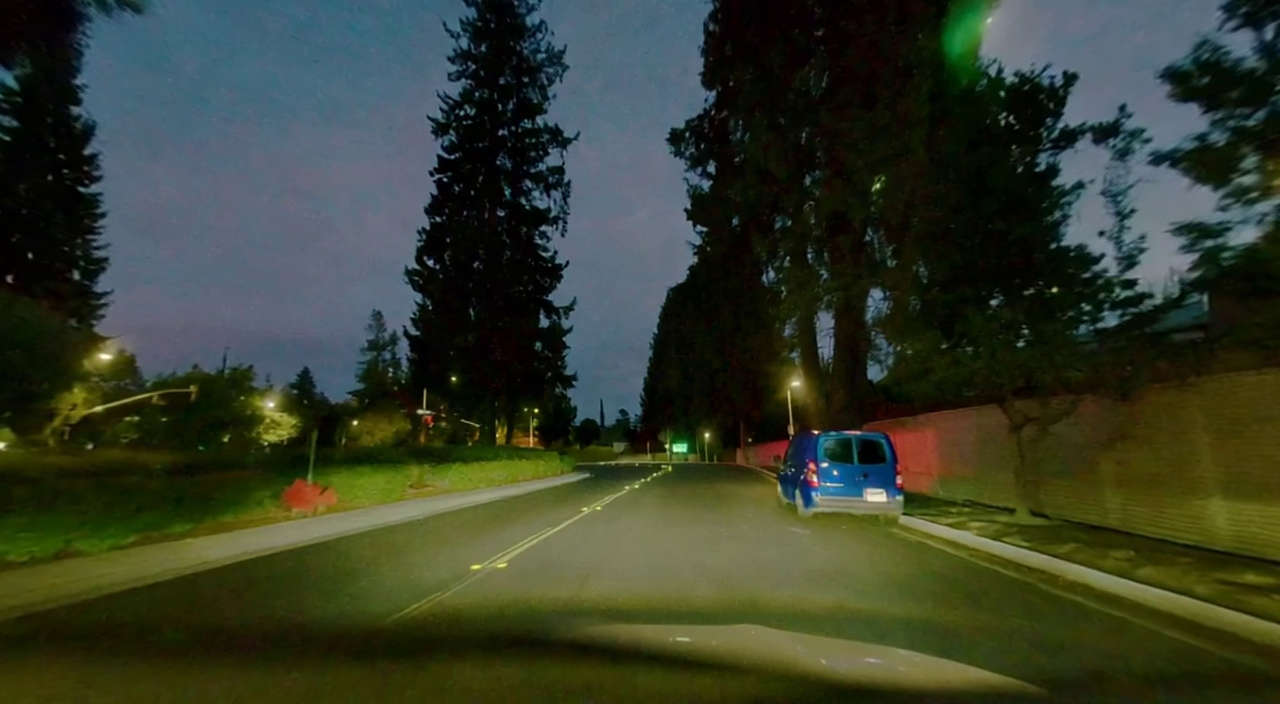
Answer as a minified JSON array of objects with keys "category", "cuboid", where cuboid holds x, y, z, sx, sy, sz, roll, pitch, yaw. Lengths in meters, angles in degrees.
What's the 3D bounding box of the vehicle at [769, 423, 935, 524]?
[{"category":"vehicle","cuboid":[4.426,2.621,14.100,2.323,1.849,4.691,0,-9,3]}]
